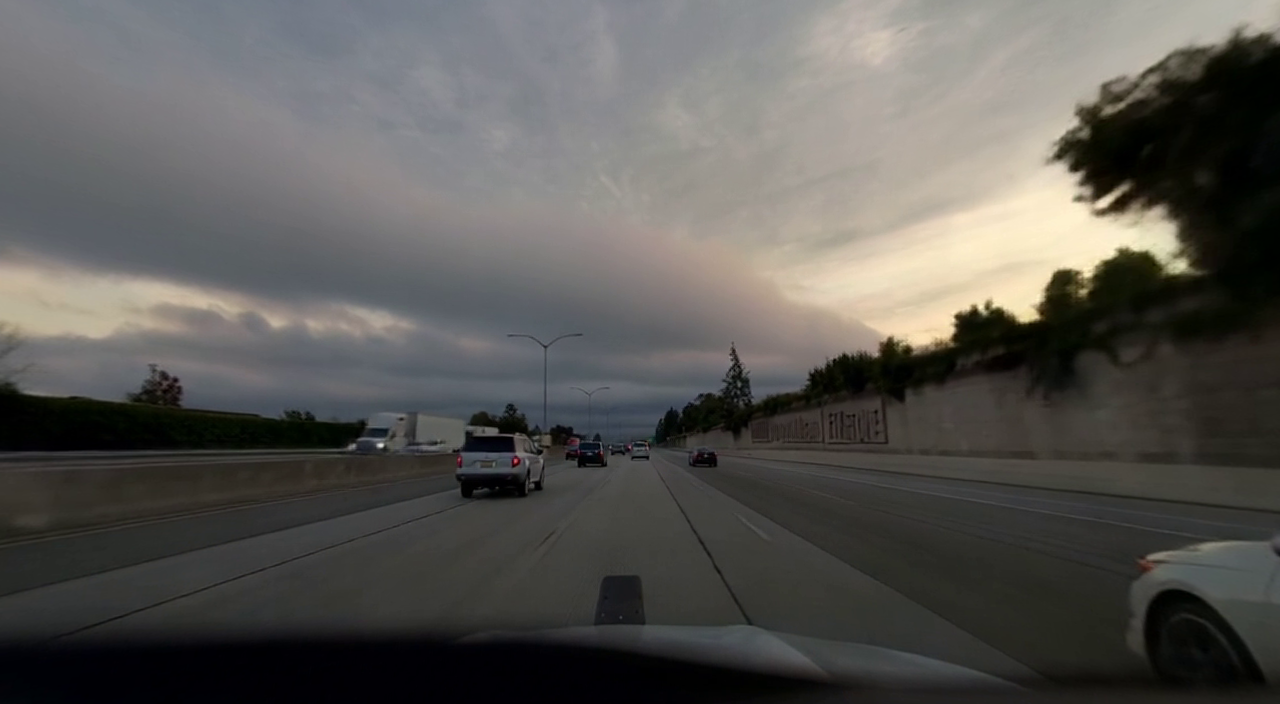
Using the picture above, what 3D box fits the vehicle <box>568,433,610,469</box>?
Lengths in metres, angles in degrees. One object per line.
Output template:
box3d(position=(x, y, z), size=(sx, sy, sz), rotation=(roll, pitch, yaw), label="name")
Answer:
box3d(position=(-3.315, 6.522, 41.716), size=(2.378, 2.214, 4.352), rotation=(0, -9, 0), label="vehicle")

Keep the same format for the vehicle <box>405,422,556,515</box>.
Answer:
box3d(position=(-3.532, 2.719, 15.296), size=(2.184, 1.819, 5.441), rotation=(0, -9, 1), label="vehicle")

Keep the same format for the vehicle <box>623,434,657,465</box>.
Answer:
box3d(position=(0.043, 7.583, 48.977), size=(2.485, 2.215, 5.199), rotation=(0, -9, 0), label="vehicle")

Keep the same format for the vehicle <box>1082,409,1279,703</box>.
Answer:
box3d(position=(3.501, 0.834, 1.234), size=(1.916, 1.566, 4.611), rotation=(0, -9, 0), label="vehicle")

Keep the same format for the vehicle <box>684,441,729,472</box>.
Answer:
box3d(position=(3.969, 6.311, 38.325), size=(2.224, 1.752, 4.487), rotation=(0, -9, 0), label="vehicle")
